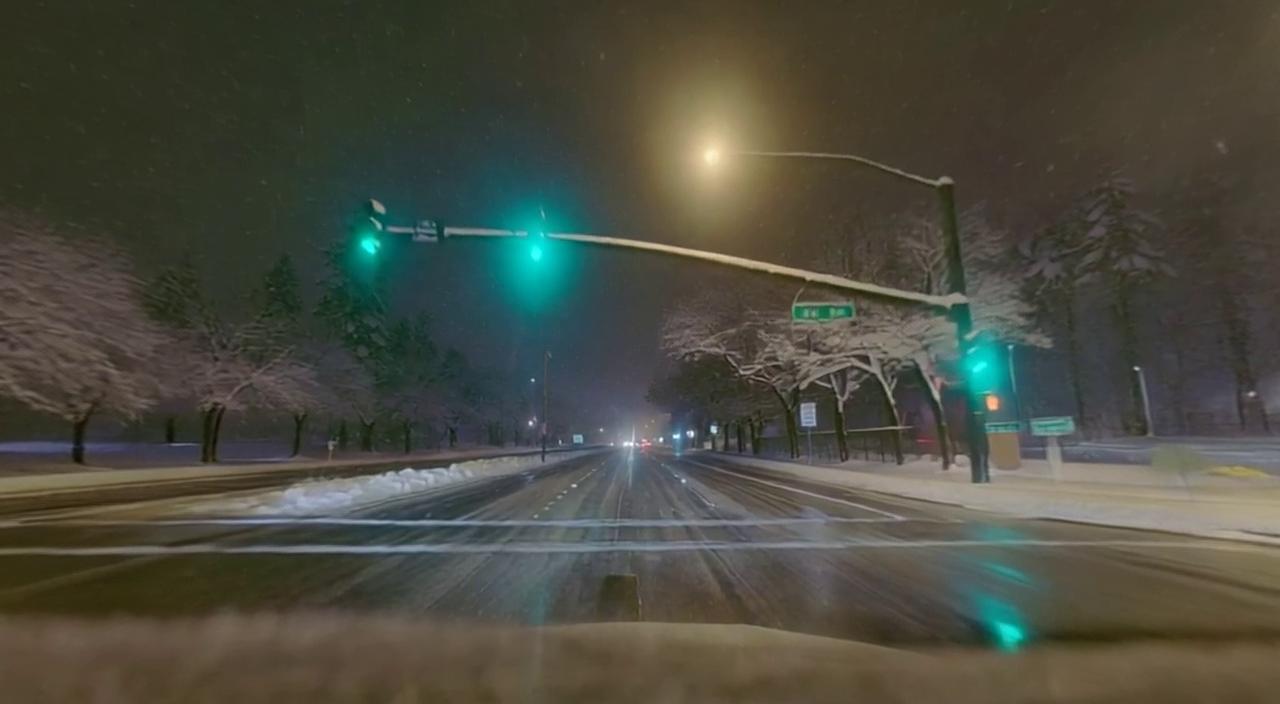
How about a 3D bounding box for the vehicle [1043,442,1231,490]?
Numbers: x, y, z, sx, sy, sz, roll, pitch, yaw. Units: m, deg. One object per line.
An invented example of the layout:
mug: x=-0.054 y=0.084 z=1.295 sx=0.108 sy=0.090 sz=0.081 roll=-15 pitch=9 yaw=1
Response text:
vehicle: x=16.067 y=3.692 z=20.612 sx=4.483 sy=1.452 sz=1.924 roll=0 pitch=-8 yaw=0
